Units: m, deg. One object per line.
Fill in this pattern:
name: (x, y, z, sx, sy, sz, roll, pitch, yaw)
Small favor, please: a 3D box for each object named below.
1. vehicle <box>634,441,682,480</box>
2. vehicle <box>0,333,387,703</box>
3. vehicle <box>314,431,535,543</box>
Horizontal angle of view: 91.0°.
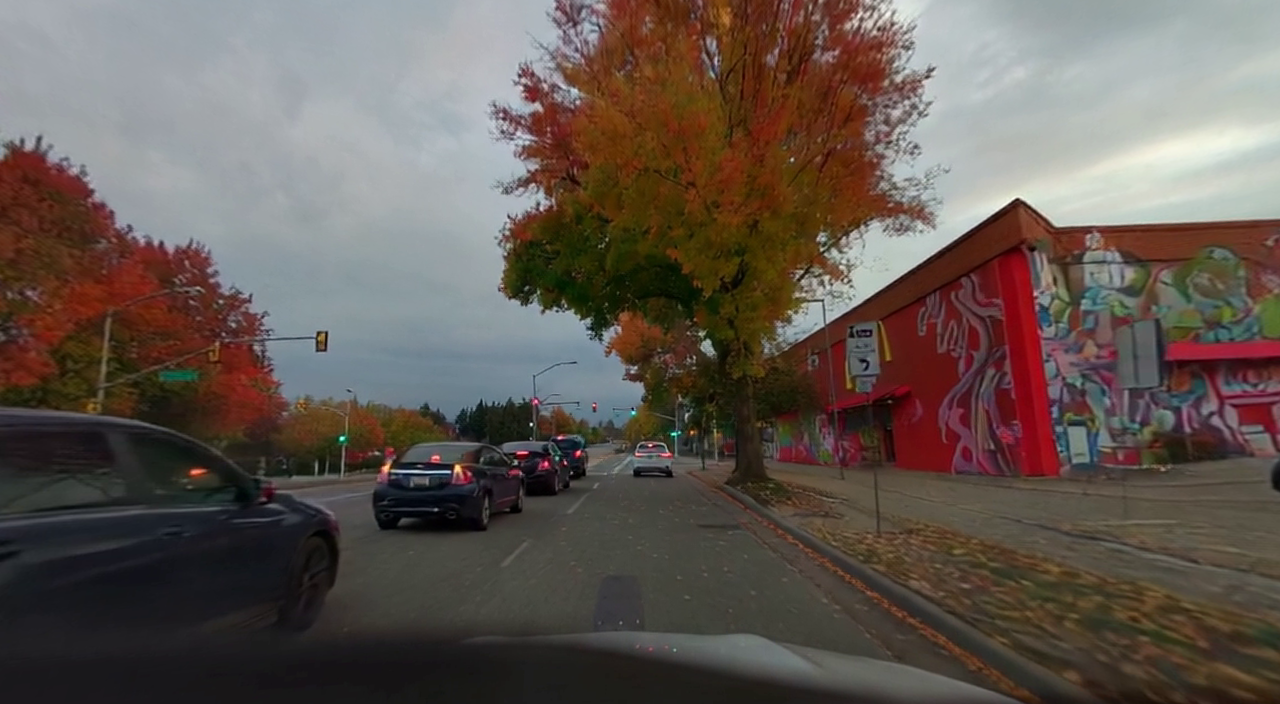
vehicle: (0.793, 5.167, 30.178, 2.144, 1.704, 4.028, 0, -9, 0)
vehicle: (-3.119, 0.865, 2.613, 2.165, 1.663, 4.513, 0, -9, 1)
vehicle: (-3.390, 2.232, 11.160, 2.090, 1.506, 4.823, 0, -9, 1)
